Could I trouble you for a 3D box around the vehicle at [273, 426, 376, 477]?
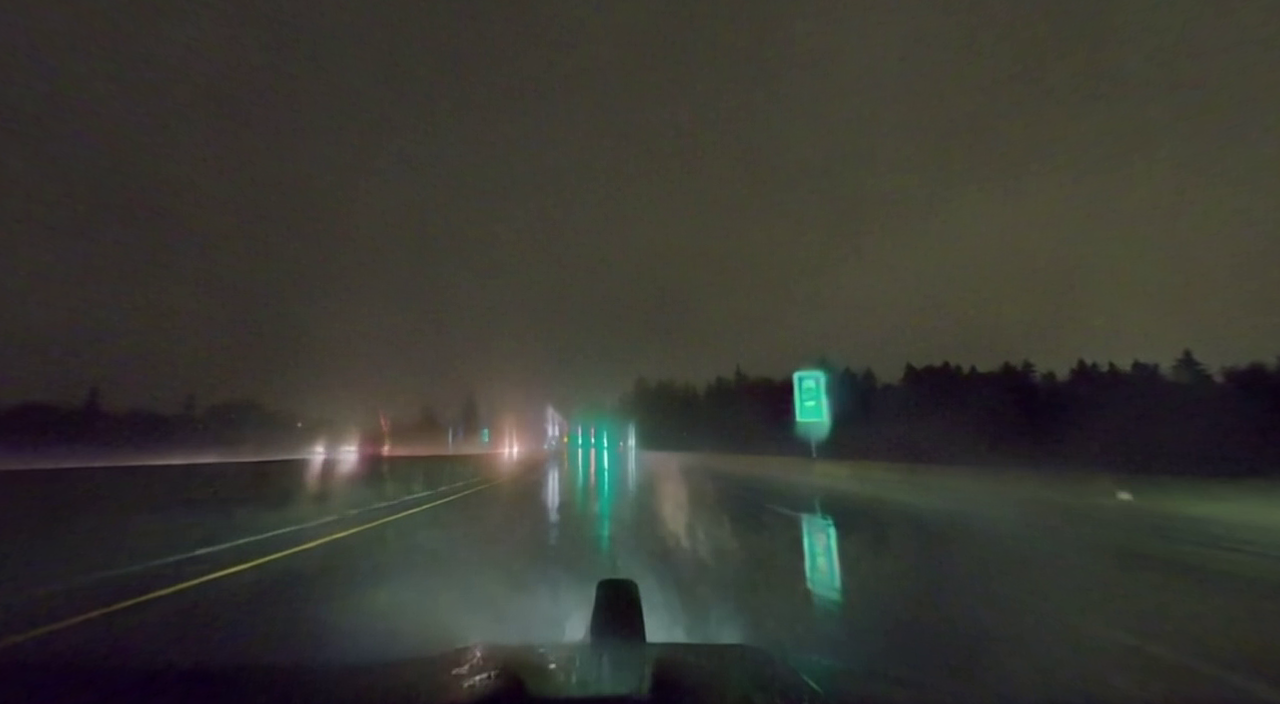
[{"bbox_3d":[-13.610,4.354,27.462,1.948,1.958,5.124,0,-9,-1],"label":"vehicle"}]
